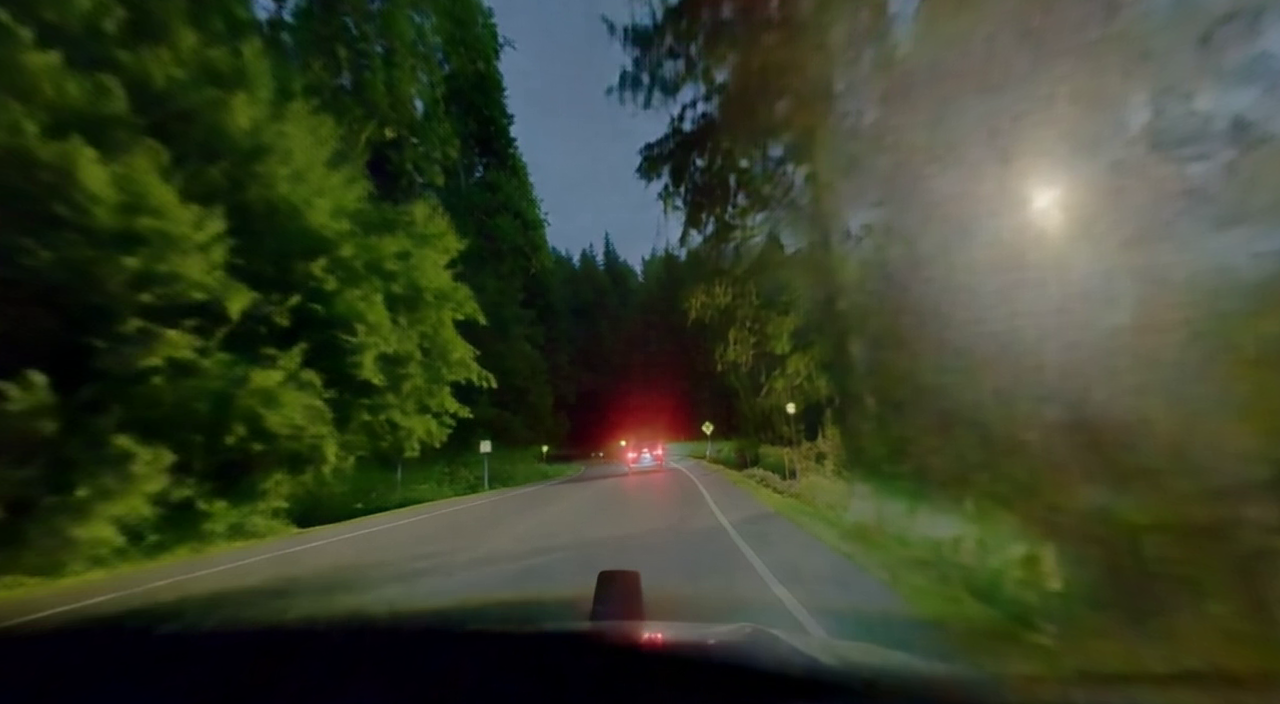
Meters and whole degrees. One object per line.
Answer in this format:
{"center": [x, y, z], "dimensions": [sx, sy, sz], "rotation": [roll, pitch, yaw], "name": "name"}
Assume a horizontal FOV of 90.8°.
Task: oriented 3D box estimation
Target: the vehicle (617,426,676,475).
{"center": [0.291, 4.824, 31.088], "dimensions": [2.469, 1.953, 5.605], "rotation": [-6, -9, 0], "name": "vehicle"}
